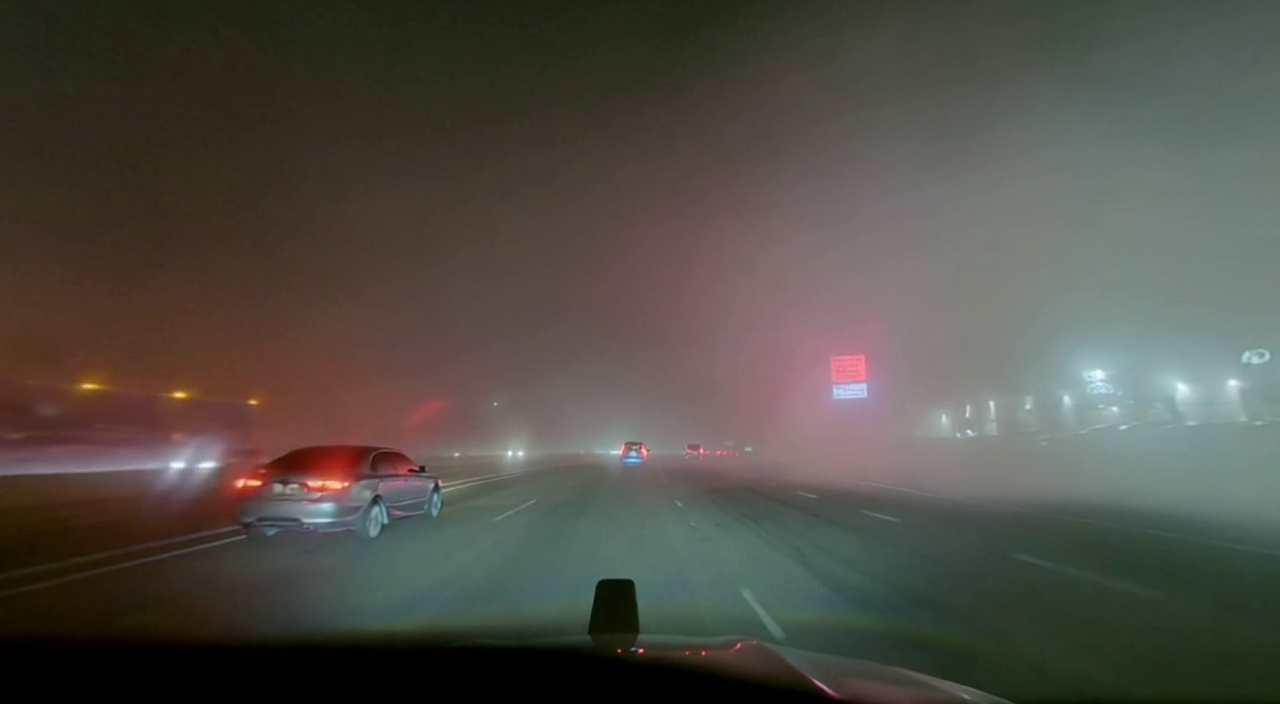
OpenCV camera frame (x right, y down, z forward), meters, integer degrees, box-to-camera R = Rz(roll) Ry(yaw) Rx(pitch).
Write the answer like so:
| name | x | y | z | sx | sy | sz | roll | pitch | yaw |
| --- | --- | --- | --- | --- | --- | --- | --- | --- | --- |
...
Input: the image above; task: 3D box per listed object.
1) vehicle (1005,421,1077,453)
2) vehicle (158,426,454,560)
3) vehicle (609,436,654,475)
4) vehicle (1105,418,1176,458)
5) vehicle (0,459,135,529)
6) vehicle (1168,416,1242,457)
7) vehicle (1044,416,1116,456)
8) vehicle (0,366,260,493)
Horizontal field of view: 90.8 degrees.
| name | x | y | z | sx | sy | sz | roll | pitch | yaw |
| --- | --- | --- | --- | --- | --- | --- | --- | --- | --- |
| vehicle | 23.791 | 5.074 | 37.410 | 4.419 | 1.749 | 2.055 | 6 | -11 | -37 |
| vehicle | -4.425 | 1.925 | 9.411 | 1.907 | 1.483 | 4.562 | 0 | -9 | 0 |
| vehicle | -0.353 | 5.440 | 33.431 | 2.155 | 1.856 | 4.796 | 0 | -9 | 2 |
| vehicle | 25.246 | 4.382 | 31.821 | 4.384 | 1.848 | 2.061 | 9 | -13 | -44 |
| vehicle | -14.942 | 3.347 | 15.201 | 1.933 | 1.441 | 4.319 | 0 | -9 | 1 |
| vehicle | 26.677 | 4.032 | 29.767 | 4.472 | 1.804 | 2.149 | 9 | -12 | -44 |
| vehicle | 23.377 | 4.489 | 33.490 | 4.718 | 1.998 | 2.027 | 8 | -12 | -42 |
| vehicle | -22.449 | 3.351 | 26.079 | 3.012 | 4.161 | 16.545 | 0 | -9 | 1 |
